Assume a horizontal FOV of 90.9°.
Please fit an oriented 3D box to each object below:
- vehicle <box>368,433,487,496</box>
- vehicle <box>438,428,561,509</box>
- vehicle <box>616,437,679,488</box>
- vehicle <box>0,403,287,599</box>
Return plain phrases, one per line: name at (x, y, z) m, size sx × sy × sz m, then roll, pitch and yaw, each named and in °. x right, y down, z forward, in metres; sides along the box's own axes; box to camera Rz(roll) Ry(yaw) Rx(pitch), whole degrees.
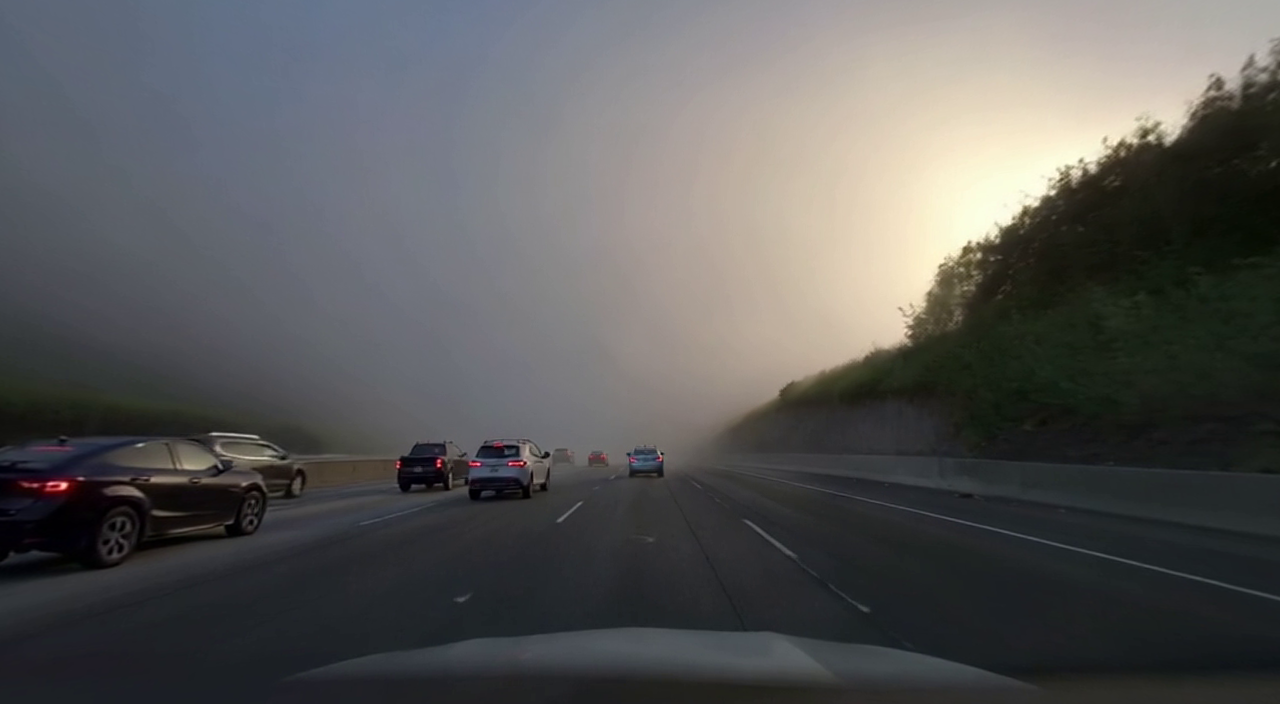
vehicle at (-6.988, 3.747, 21.488) m, size 2.108 × 1.856 × 5.214 m, roll 0°, pitch -9°, yaw 1°
vehicle at (-3.448, 2.966, 16.513) m, size 2.093 × 1.820 × 4.506 m, roll 0°, pitch -9°, yaw 1°
vehicle at (0.252, 4.279, 24.795) m, size 2.233 × 1.804 × 4.273 m, roll 0°, pitch -9°, yaw 0°
vehicle at (-7.017, 1.719, 8.064) m, size 2.215 × 1.797 × 4.666 m, roll 0°, pitch -9°, yaw 1°
